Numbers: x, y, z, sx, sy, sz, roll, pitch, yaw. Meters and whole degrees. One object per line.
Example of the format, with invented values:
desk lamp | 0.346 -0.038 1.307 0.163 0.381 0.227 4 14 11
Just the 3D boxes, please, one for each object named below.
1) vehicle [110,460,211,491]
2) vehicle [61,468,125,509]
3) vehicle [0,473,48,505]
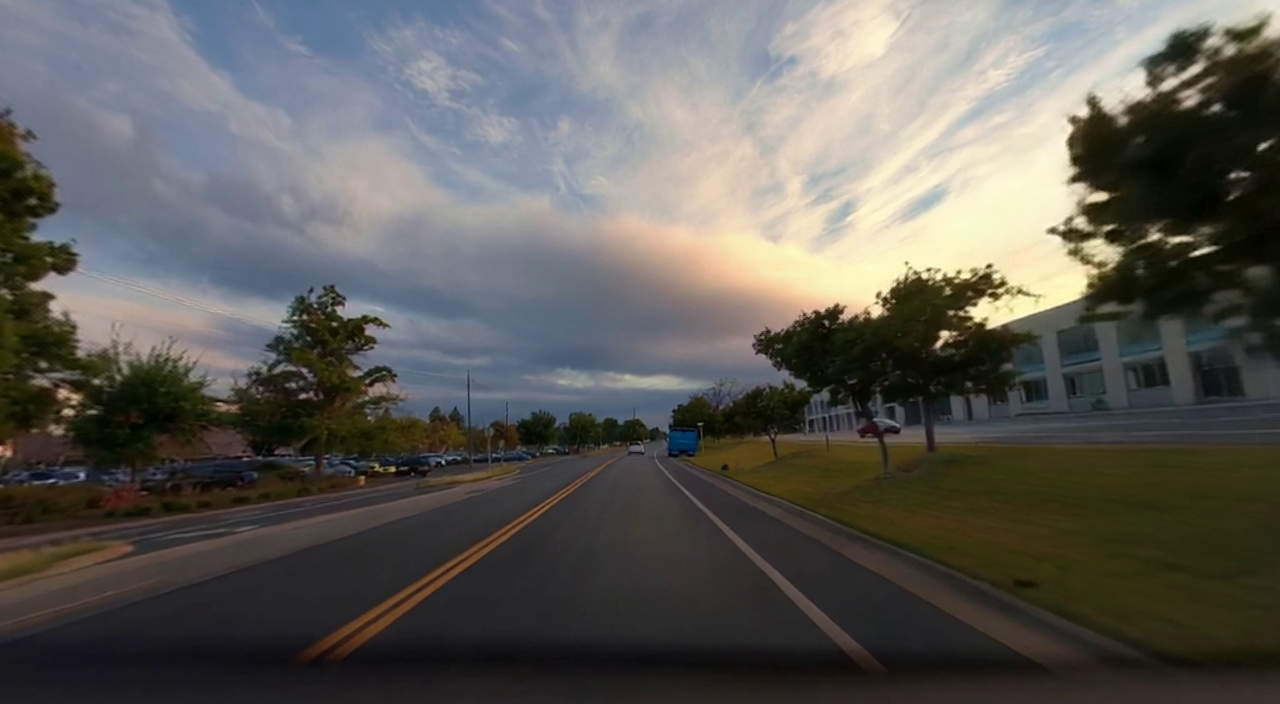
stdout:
vehicle | -33.707 8.692 44.508 5.432 1.791 2.159 -3 -9 2
vehicle | -27.792 6.912 32.243 1.930 1.718 4.438 5 -10 -35
vehicle | -32.000 7.077 32.710 1.747 1.468 3.972 7 -13 -41
